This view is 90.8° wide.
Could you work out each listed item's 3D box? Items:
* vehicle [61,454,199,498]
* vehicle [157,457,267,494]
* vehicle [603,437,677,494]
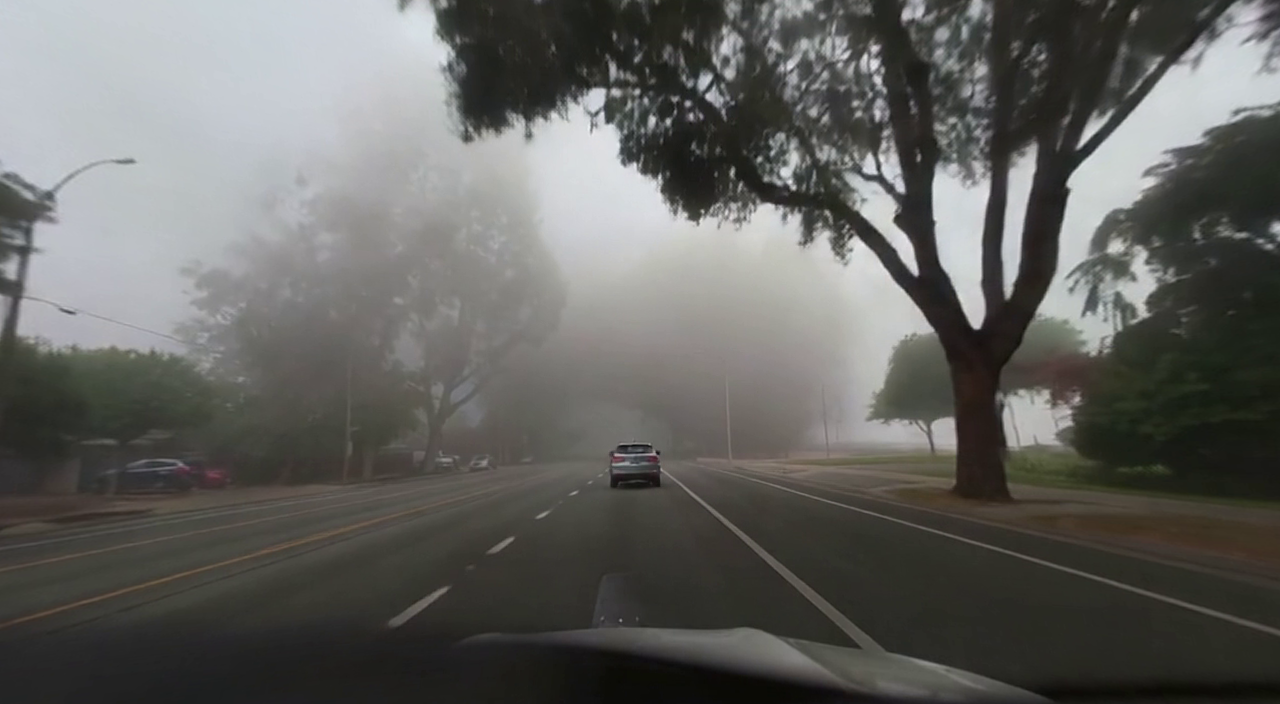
[{"bbox_3d":[-23.786,5.755,29.598,4.866,1.614,1.911,-4,-8,0],"label":"vehicle"},{"bbox_3d":[-21.798,6.297,32.305,4.241,1.500,1.956,-4,-9,0],"label":"vehicle"},{"bbox_3d":[-0.026,3.627,20.628,2.181,1.639,4.127,0,-9,-1],"label":"vehicle"}]
